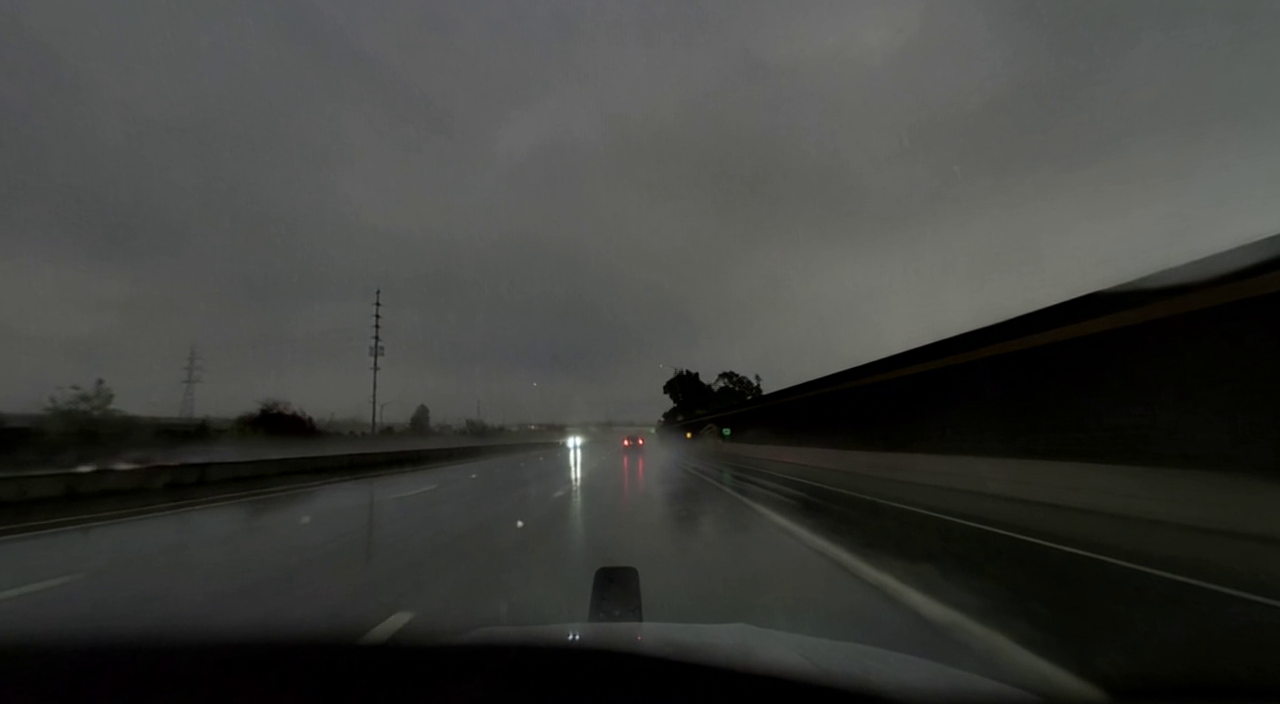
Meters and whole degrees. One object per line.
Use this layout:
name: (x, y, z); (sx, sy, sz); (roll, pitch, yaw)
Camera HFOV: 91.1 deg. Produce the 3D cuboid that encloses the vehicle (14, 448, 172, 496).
vehicle: (-19.536, 4.255, 22.777); (1.779, 1.491, 4.435); (0, -8, -1)
